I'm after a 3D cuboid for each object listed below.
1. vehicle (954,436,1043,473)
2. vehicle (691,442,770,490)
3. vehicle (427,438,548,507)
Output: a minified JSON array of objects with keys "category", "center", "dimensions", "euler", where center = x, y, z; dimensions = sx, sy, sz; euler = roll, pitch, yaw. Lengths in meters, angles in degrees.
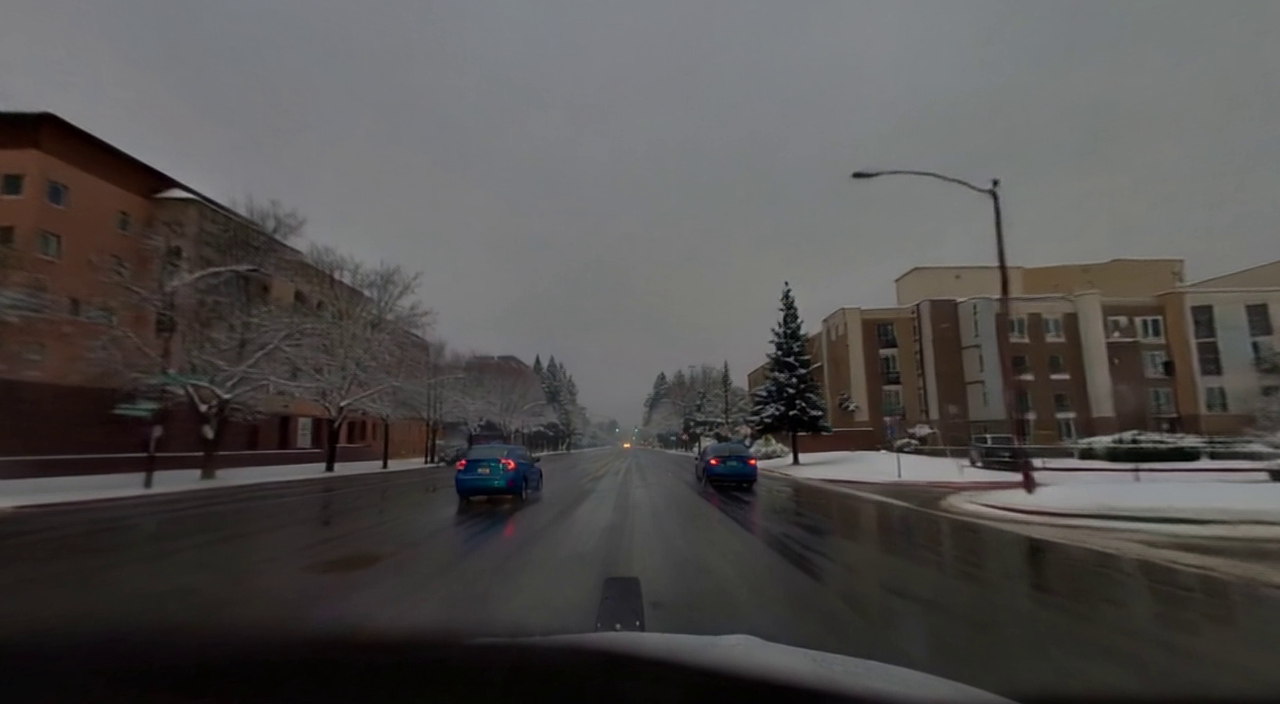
[{"category":"vehicle","center":[19.441,5.589,34.587],"dimensions":[1.961,1.861,4.757],"euler":[0,-9,-1]},{"category":"vehicle","center":[2.974,3.853,21.736],"dimensions":[1.978,1.471,4.426],"euler":[0,-9,-1]},{"category":"vehicle","center":[-3.726,3.009,16.218],"dimensions":[2.062,1.527,4.044],"euler":[0,-8,0]}]
